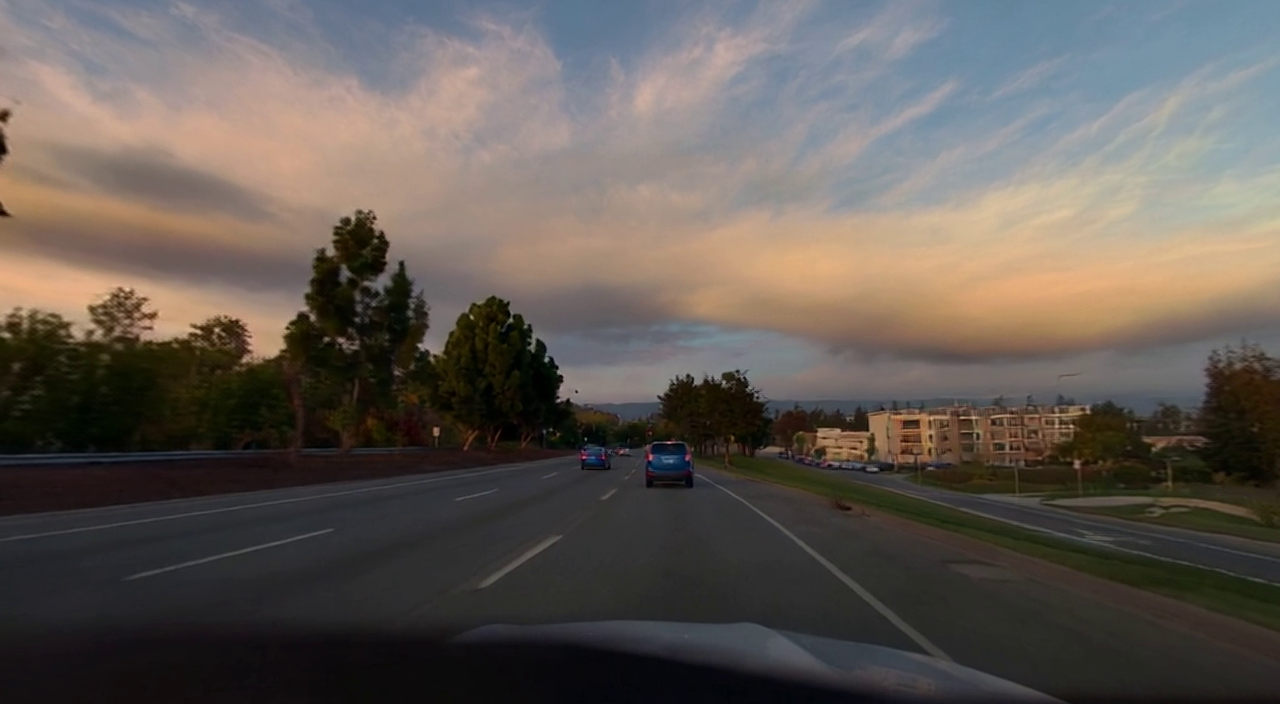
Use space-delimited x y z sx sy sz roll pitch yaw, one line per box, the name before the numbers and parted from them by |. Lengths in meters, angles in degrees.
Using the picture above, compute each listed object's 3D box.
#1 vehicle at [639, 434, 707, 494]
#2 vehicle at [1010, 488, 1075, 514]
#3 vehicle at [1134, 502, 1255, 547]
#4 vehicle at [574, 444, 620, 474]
vehicle | 1.147 3.826 21.937 2.125 1.830 4.370 0 -8 3
vehicle | 30.775 11.369 48.430 1.845 1.533 4.455 0 -9 -3
vehicle | 31.554 9.808 36.206 2.067 1.926 5.010 1 -9 -4
vehicle | -2.411 6.180 36.656 2.123 1.592 4.505 0 -9 3
